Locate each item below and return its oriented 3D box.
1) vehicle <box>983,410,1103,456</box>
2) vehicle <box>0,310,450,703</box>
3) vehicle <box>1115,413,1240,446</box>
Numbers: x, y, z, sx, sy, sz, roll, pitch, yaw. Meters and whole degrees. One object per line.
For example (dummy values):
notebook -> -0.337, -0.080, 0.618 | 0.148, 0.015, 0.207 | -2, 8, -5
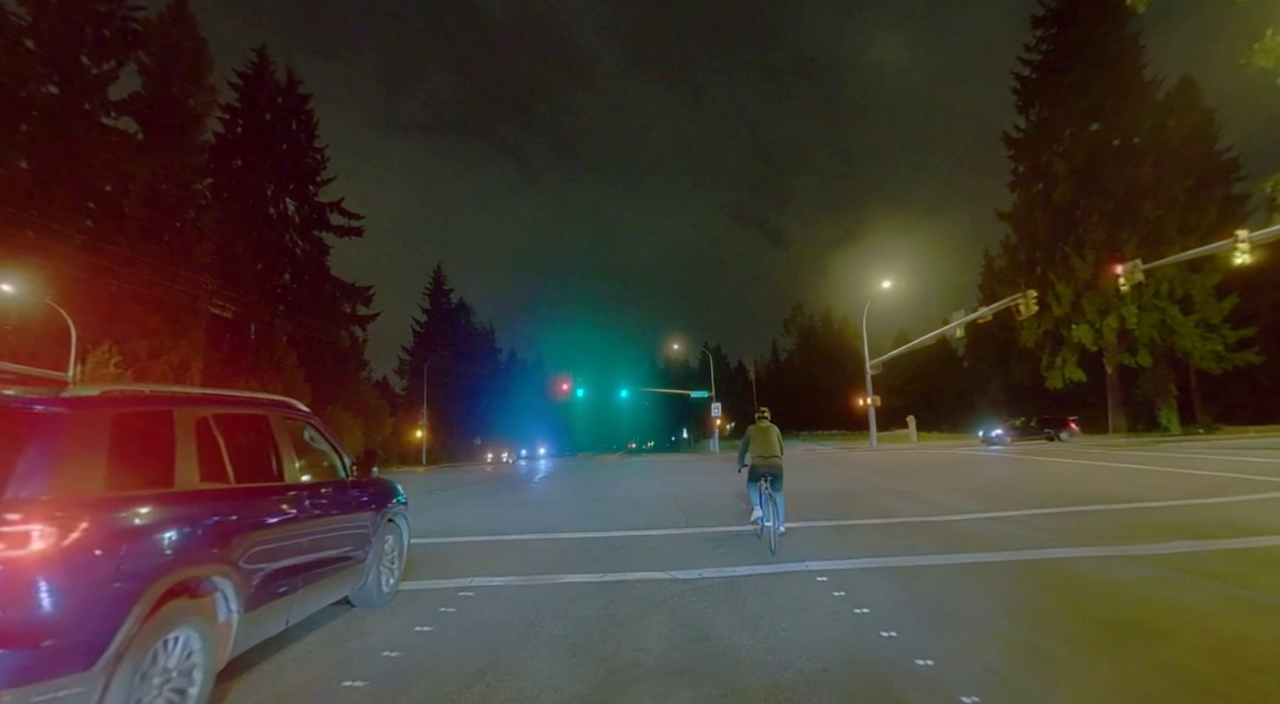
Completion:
vehicle -> 18.579, 3.762, 29.154 | 4.237, 1.948, 1.997 | 0, -9, -9
vehicle -> -2.971, 1.065, 4.026 | 2.049, 1.756, 4.602 | 0, -8, 0
vehicle -> 25.749, 3.743, 30.249 | 4.716, 1.507, 1.904 | 2, -9, -11
